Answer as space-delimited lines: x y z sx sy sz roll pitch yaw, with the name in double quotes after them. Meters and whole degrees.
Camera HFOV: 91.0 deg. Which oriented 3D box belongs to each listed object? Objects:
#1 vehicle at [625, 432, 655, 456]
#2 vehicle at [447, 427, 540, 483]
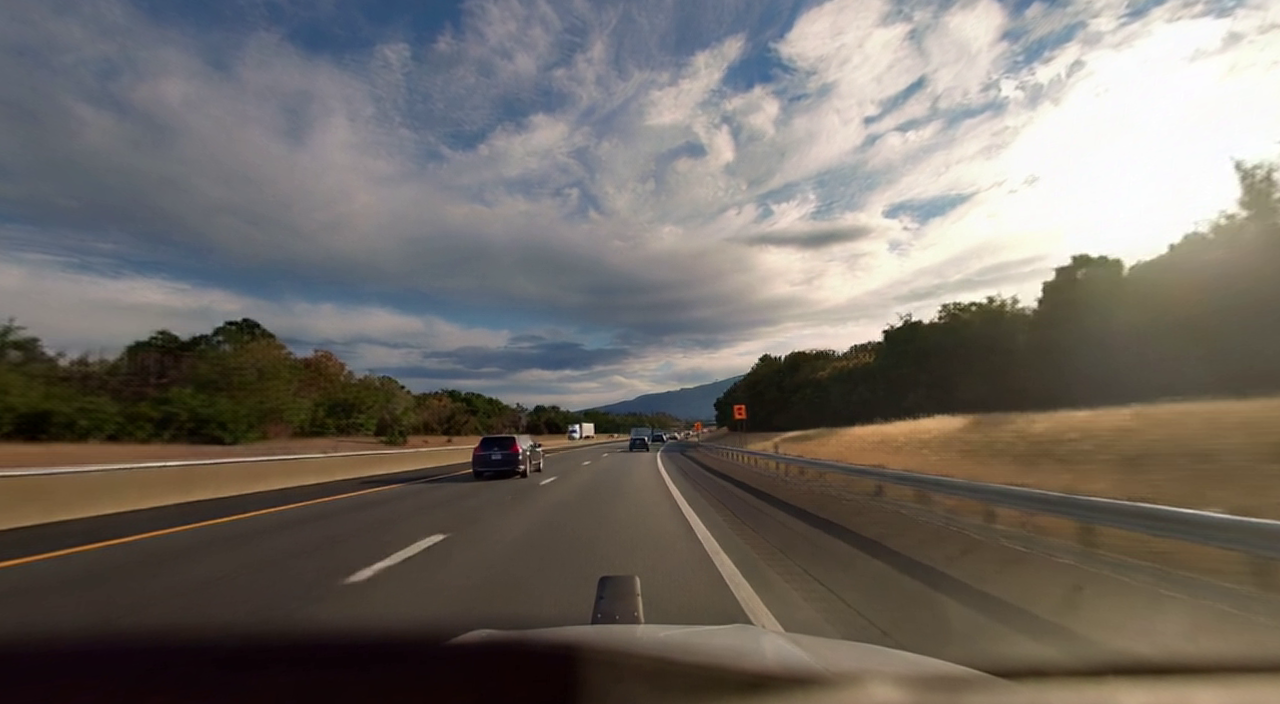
-0.016 6.841 46.941 2.146 1.636 4.026 0 -8 -1 "vehicle"
-4.811 3.453 21.364 2.075 1.653 4.317 -1 -8 1 "vehicle"
